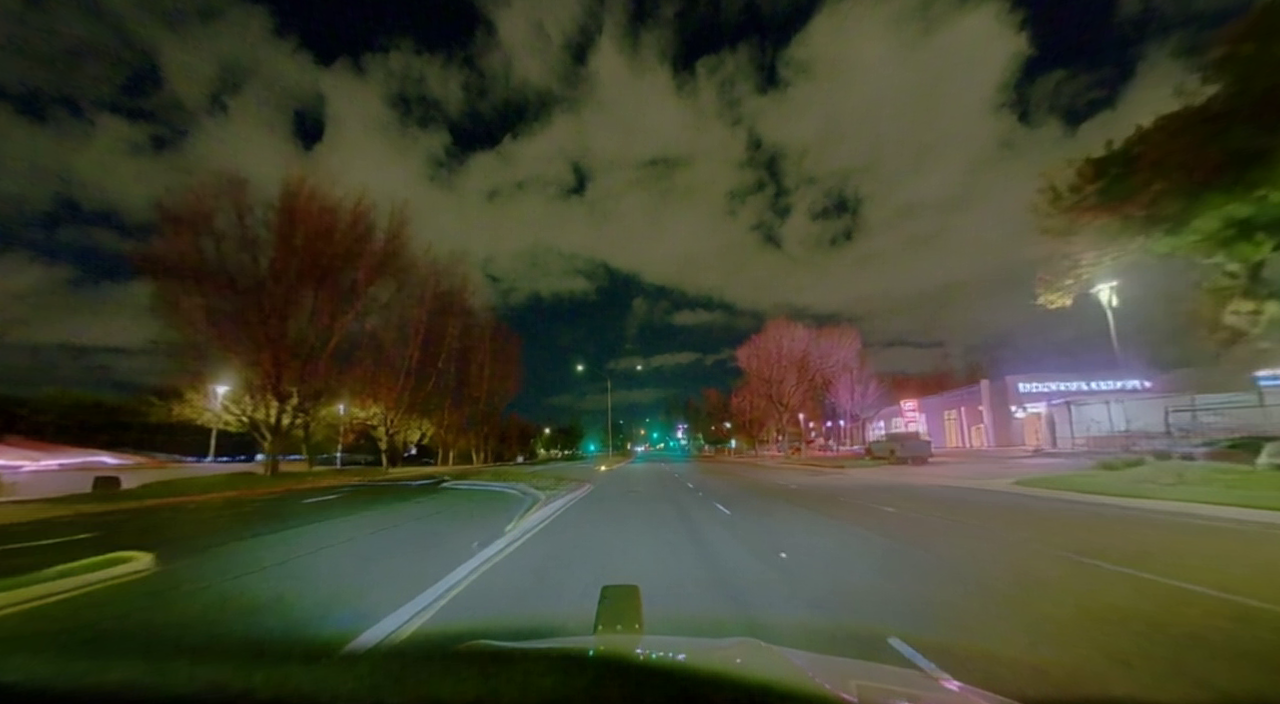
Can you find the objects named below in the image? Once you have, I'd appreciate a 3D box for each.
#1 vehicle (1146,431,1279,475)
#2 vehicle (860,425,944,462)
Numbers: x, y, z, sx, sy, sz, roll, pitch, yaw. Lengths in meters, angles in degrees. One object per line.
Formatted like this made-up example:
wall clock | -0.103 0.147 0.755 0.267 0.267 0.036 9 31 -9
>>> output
vehicle | 19.808 3.354 21.048 4.182 1.374 1.966 0 -9 0
vehicle | 14.974 5.302 36.522 2.195 1.926 5.466 0 -9 -3
